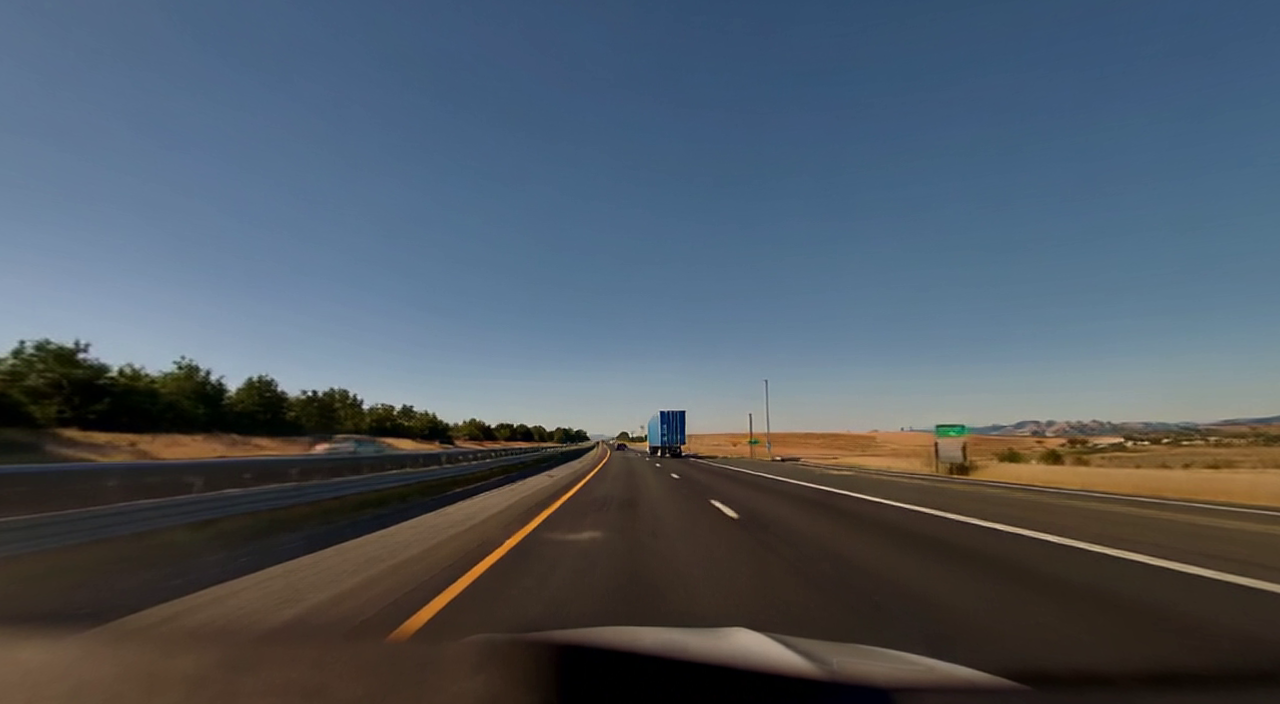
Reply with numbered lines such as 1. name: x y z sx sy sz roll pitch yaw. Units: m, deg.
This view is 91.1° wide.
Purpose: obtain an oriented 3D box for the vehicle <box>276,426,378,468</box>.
1. vehicle: -12.851 3.978 26.185 1.936 1.578 4.596 0 -9 -1
